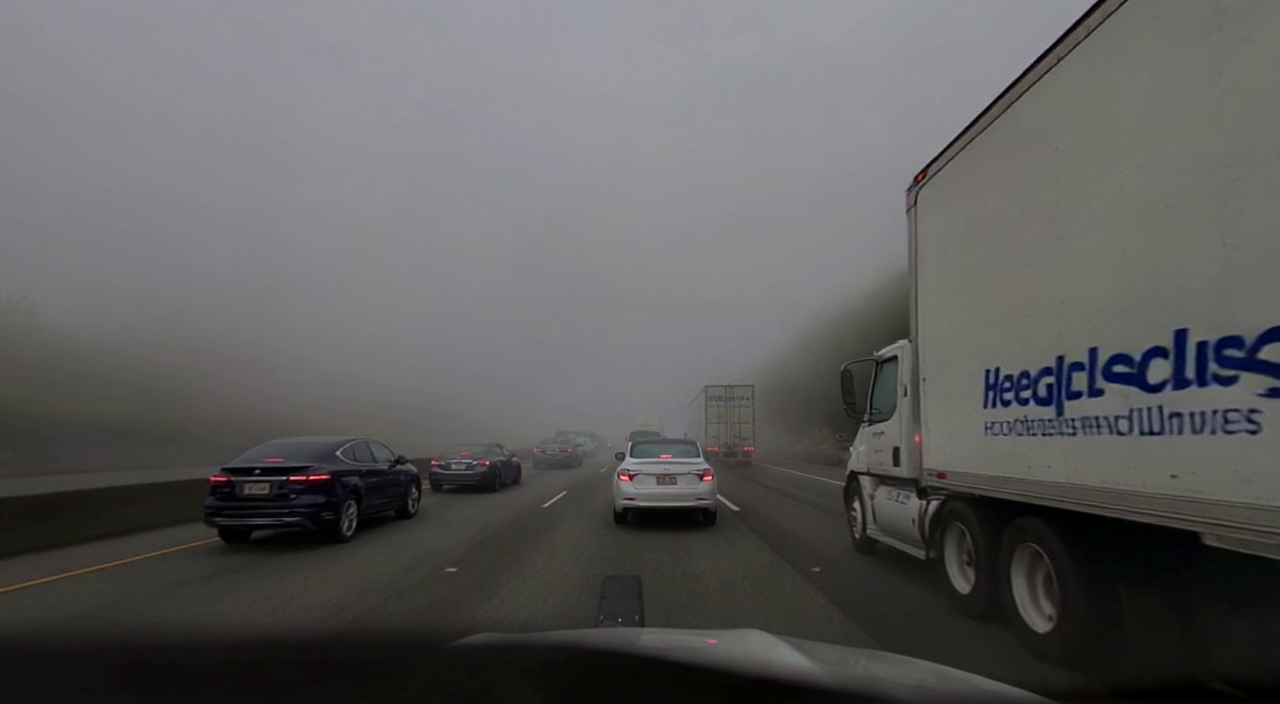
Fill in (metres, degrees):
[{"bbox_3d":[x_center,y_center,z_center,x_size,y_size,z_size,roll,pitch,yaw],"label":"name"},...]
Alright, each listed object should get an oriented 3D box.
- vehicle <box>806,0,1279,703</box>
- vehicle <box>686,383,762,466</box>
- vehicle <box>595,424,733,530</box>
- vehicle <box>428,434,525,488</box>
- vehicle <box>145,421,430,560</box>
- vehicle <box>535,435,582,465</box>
[{"bbox_3d":[4.000,0.181,6.161,2.982,3.860,6.011,0,-8,-1],"label":"vehicle"},{"bbox_3d":[4.682,4.543,38.357,2.892,4.101,14.252,0,-8,1],"label":"vehicle"},{"bbox_3d":[0.336,2.041,10.870,1.973,1.505,3.568,0,-8,0],"label":"vehicle"},{"bbox_3d":[-4.888,3.289,19.441,1.880,1.458,3.978,0,-8,1],"label":"vehicle"},{"bbox_3d":[-4.500,1.773,8.812,1.821,1.514,3.677,0,-8,0],"label":"vehicle"},{"bbox_3d":[-4.391,5.317,34.437,1.887,1.493,4.411,0,-8,1],"label":"vehicle"}]
